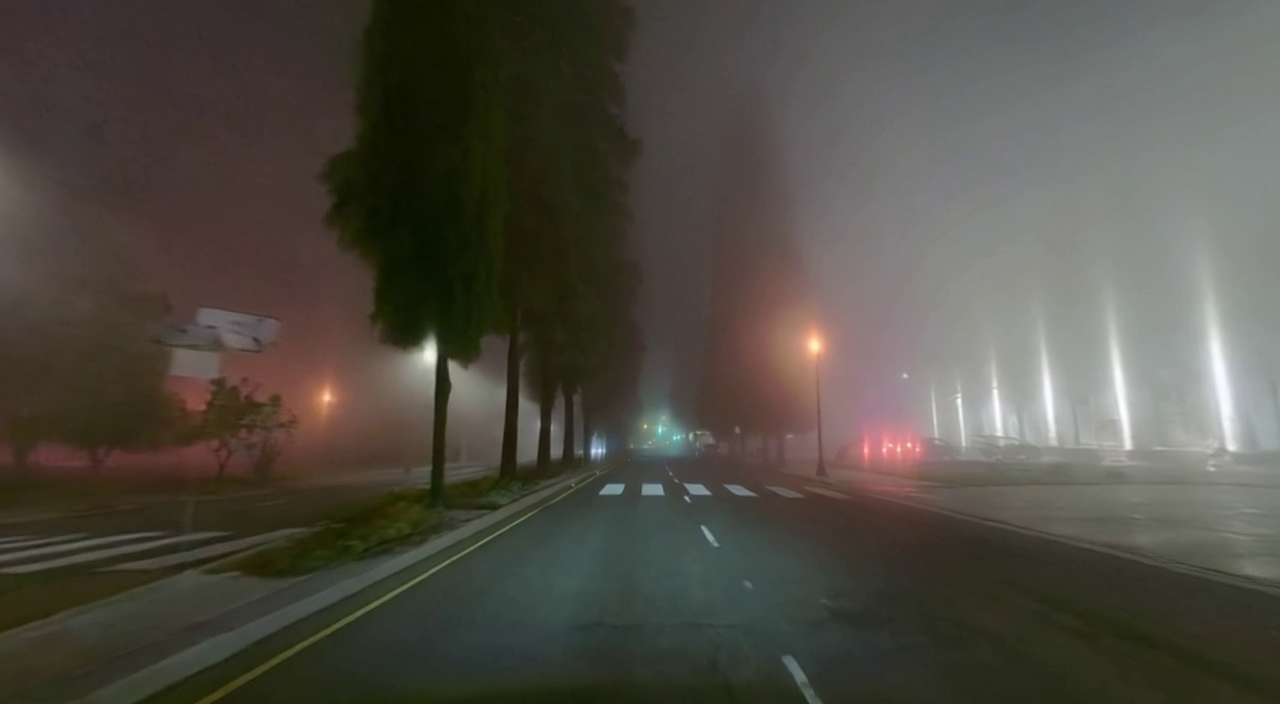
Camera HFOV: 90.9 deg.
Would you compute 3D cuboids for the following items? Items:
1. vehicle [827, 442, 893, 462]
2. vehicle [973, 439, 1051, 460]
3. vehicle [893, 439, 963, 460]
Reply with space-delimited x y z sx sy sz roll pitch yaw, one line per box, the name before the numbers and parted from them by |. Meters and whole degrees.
vehicle | 16.449 7.494 47.234 4.276 1.397 1.786 0 -8 0
vehicle | 27.595 7.191 46.781 4.560 1.444 1.929 -1 -8 -2
vehicle | 21.406 7.249 46.896 4.333 1.491 1.744 -1 -7 1
